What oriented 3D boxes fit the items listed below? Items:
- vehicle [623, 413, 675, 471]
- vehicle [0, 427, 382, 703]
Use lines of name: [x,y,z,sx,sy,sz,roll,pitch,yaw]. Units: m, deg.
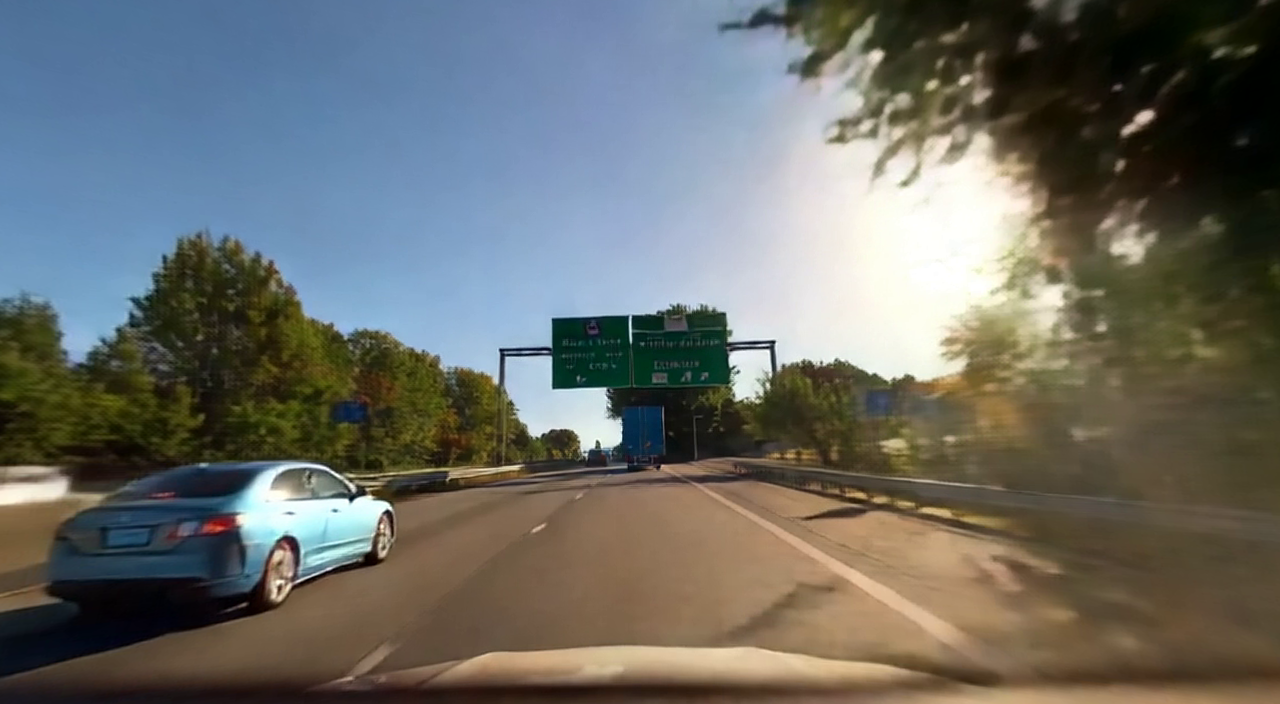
vehicle: [0.416,7.267,49.813,3.341,3.725,18.015,0,-9,-1]
vehicle: [-4.070,1.455,5.338,1.968,1.460,4.227,0,-9,0]
